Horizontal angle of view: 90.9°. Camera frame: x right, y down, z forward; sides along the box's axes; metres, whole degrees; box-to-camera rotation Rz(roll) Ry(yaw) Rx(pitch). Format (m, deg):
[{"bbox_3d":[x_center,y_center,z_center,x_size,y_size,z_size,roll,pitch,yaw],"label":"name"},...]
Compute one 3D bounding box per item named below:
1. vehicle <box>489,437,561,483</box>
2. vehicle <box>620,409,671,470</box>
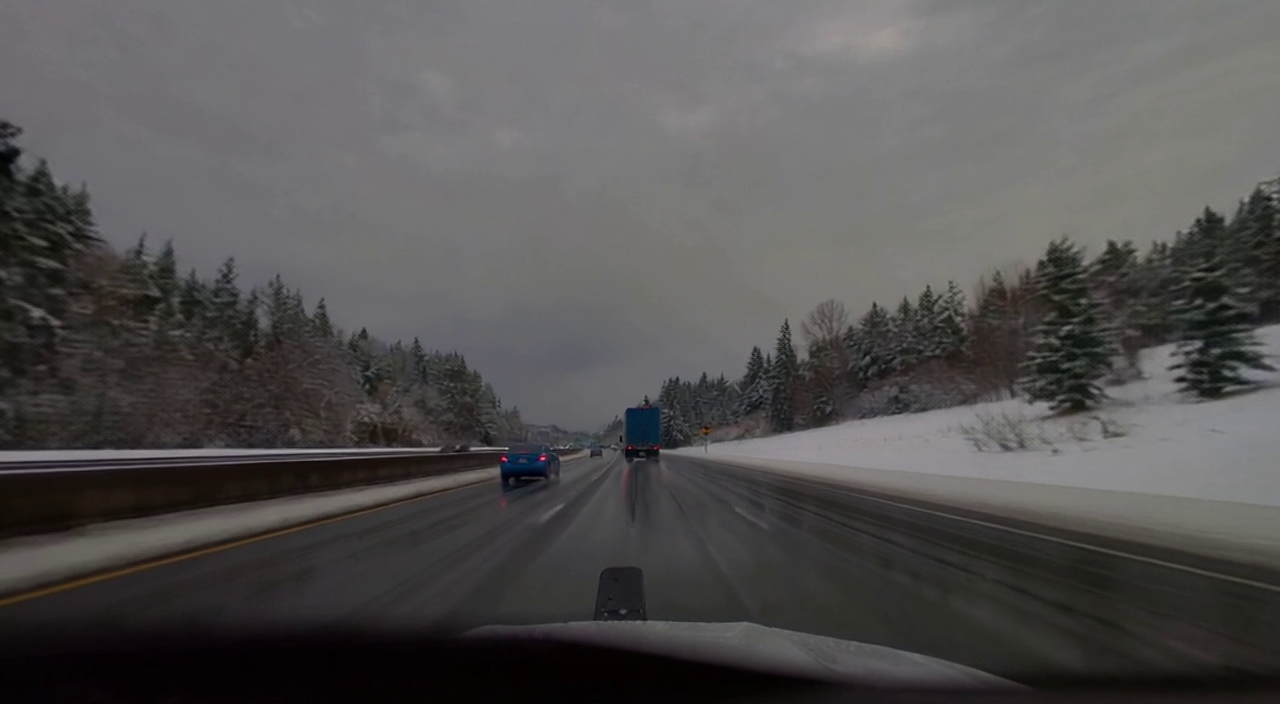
[{"bbox_3d":[-4.304,4.131,24.220,1.977,1.602,3.944,0,-9,0],"label":"vehicle"},{"bbox_3d":[0.184,5.946,42.350,2.893,3.628,9.081,0,-9,-3],"label":"vehicle"}]
